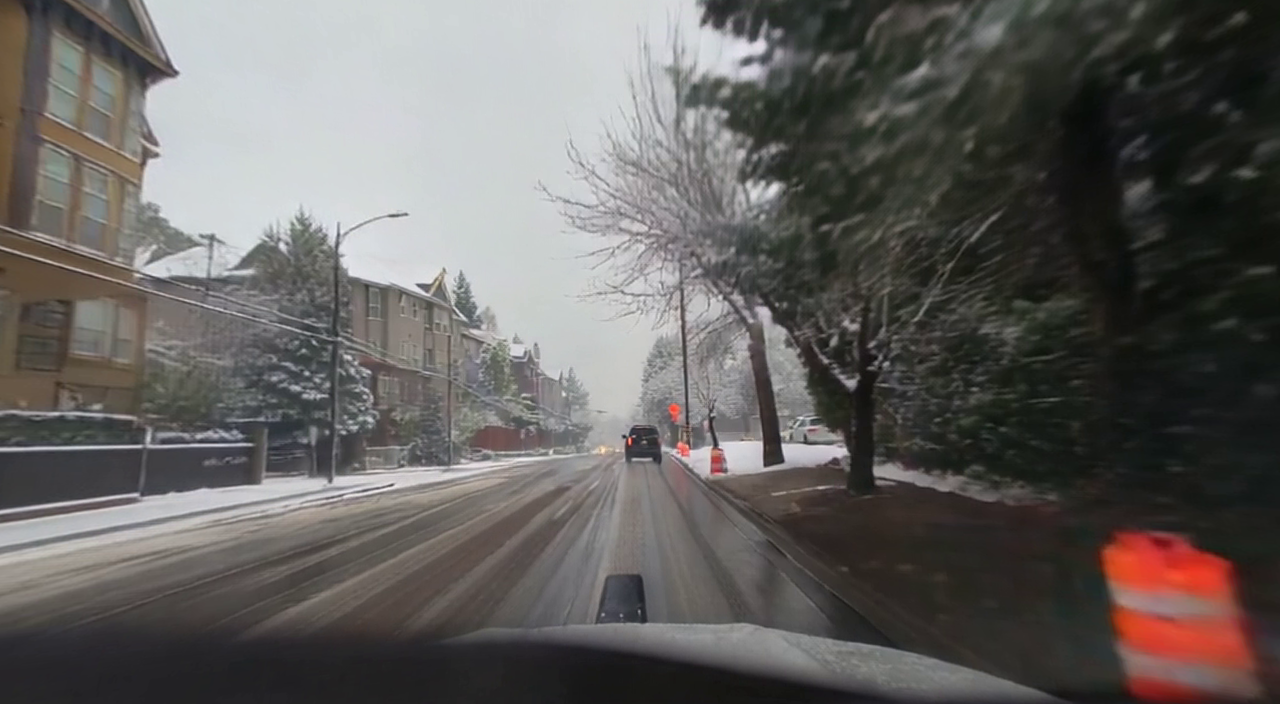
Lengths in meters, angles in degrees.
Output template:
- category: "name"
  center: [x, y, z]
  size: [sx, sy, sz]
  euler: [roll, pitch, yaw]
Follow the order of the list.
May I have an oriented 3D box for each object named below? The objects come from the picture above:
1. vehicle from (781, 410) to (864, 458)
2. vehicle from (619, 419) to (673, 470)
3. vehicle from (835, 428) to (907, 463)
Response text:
- category: "vehicle"
  center: [9.700, 4.560, 34.342]
  size: [2.253, 2.306, 6.753]
  euler: [0, -9, -2]
- category: "vehicle"
  center: [0.163, 4.107, 28.144]
  size: [2.169, 2.015, 5.206]
  euler: [0, -8, -2]
- category: "vehicle"
  center: [10.657, 4.338, 29.353]
  size: [1.698, 1.548, 2.969]
  euler: [3, -8, -14]
